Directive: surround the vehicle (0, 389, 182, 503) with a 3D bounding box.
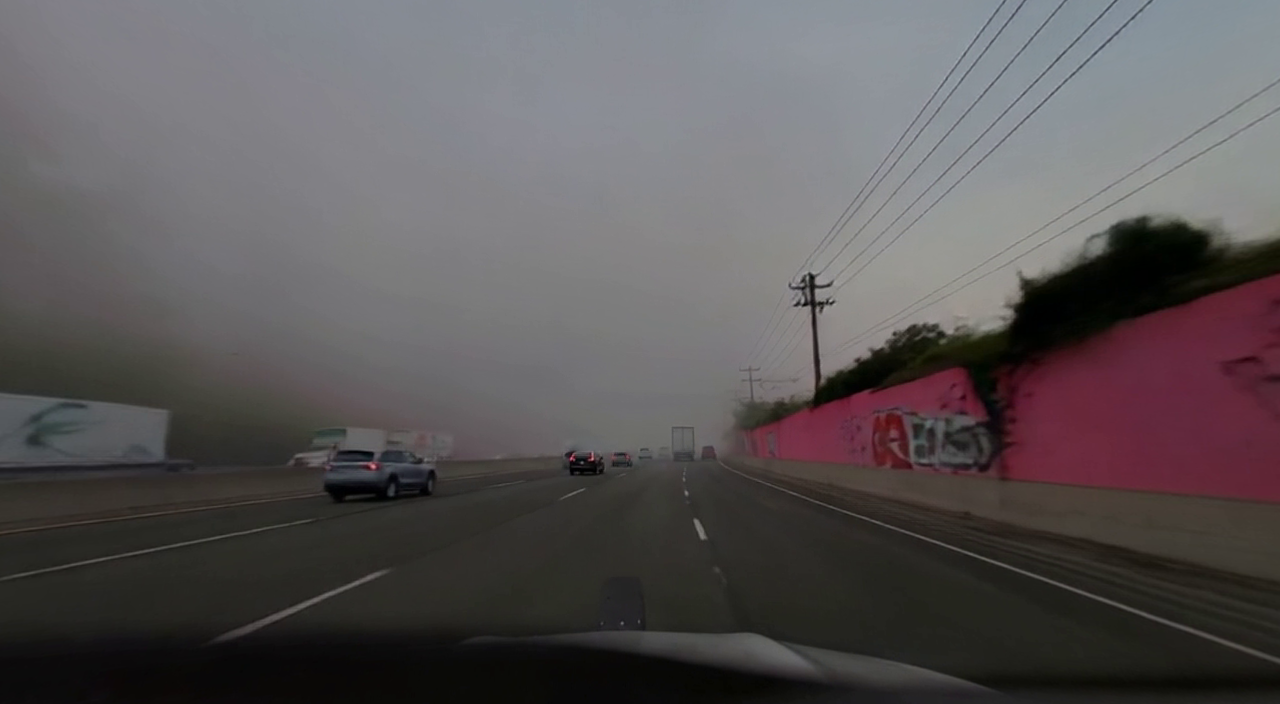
[{"bbox_3d":[-24.210,3.468,23.171,2.886,4.024,14.699,-1,-9,4],"label":"vehicle"}]

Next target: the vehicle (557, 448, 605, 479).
[{"bbox_3d":[-3.103,5.984,33.972,1.966,1.565,3.766,-1,-9,4],"label":"vehicle"}]

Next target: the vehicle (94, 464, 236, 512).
[{"bbox_3d":[-15.949,4.558,21.450,1.789,1.390,3.746,-1,-9,2],"label":"vehicle"}]

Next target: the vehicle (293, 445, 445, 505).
[{"bbox_3d":[-7.702,3.534,18.575,2.142,1.503,4.767,-1,-9,3],"label":"vehicle"}]
